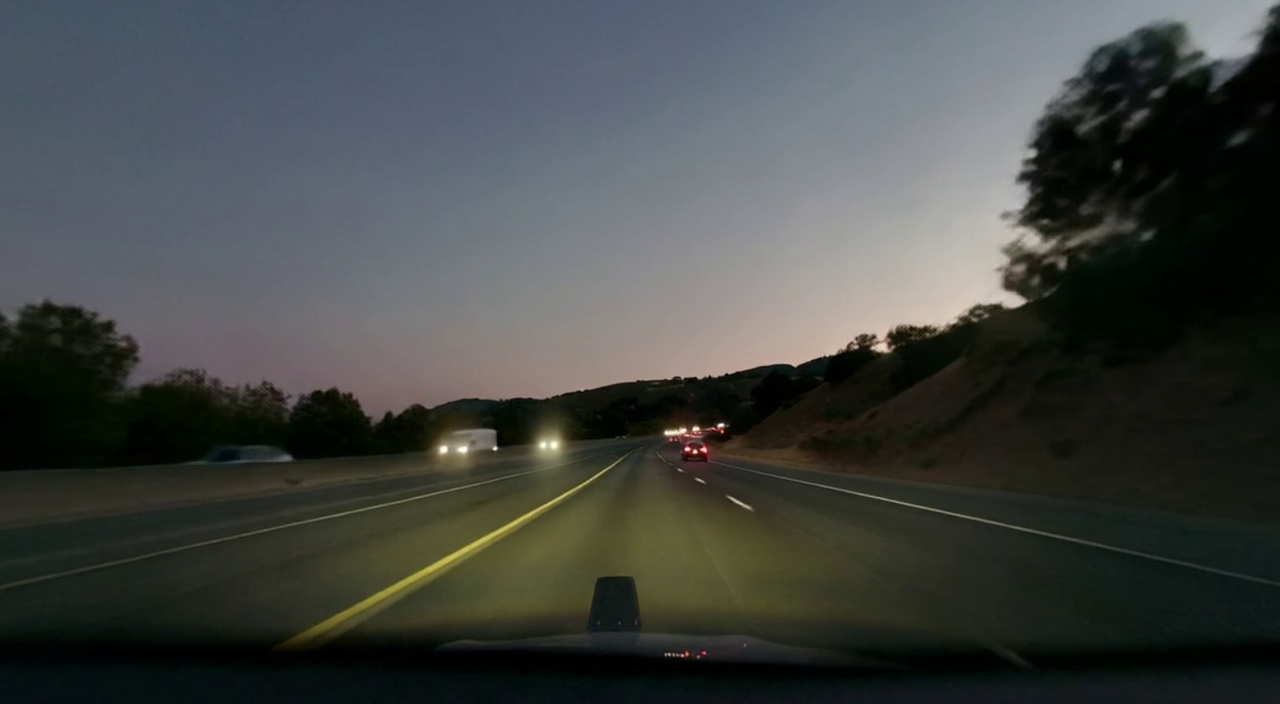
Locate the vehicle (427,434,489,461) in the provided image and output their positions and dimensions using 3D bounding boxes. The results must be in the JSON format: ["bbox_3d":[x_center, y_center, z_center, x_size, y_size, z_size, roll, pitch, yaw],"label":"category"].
[{"bbox_3d":[-13.833,7.332,48.401,2.671,1.976,6.166,-1,-8,3],"label":"vehicle"}]

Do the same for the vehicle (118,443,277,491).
[{"bbox_3d":[-14.946,3.873,21.683,1.942,1.449,4.688,0,-8,2],"label":"vehicle"}]

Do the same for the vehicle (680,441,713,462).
[{"bbox_3d":[4.121,7.369,46.620,1.943,1.490,4.246,0,-8,-1],"label":"vehicle"}]
